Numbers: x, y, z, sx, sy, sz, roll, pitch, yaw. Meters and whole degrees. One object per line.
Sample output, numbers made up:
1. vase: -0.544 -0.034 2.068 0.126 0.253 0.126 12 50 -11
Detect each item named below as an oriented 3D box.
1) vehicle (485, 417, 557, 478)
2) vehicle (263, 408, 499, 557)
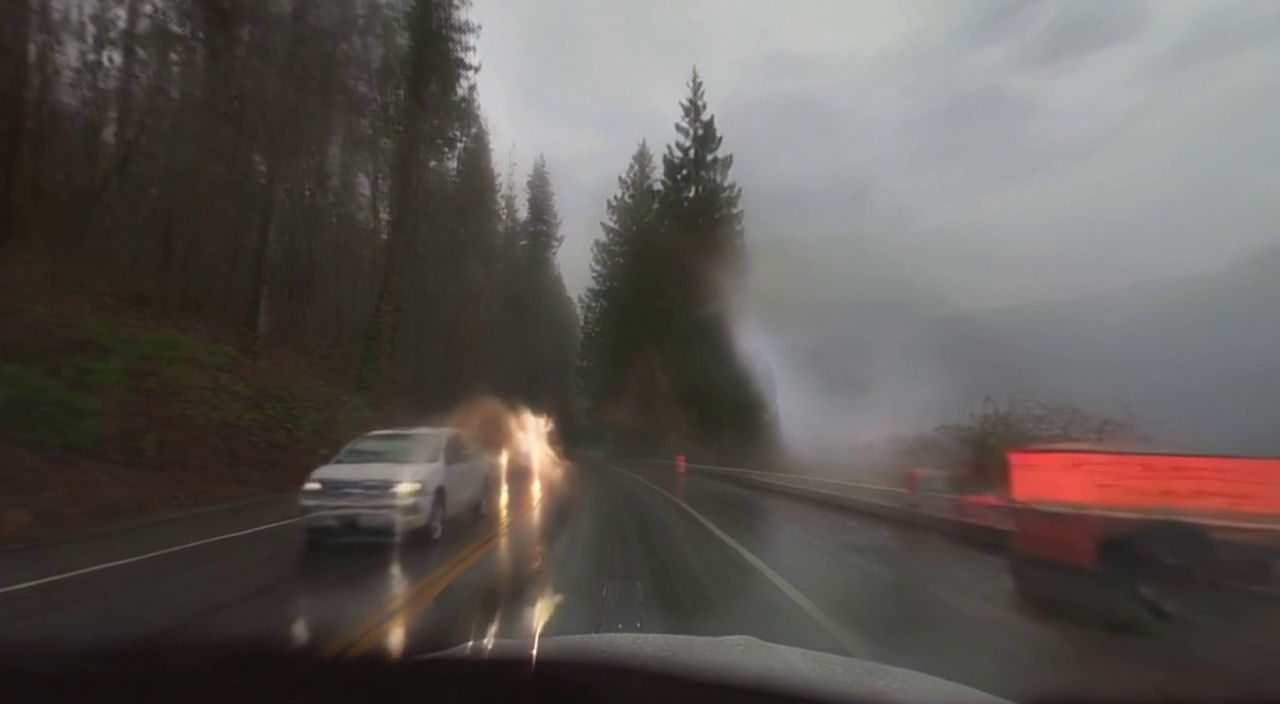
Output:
1. vehicle: -5.660 4.700 31.231 2.939 2.556 8.664 1 -8 -8
2. vehicle: -3.653 1.916 10.001 2.057 1.792 4.457 1 -8 -4
